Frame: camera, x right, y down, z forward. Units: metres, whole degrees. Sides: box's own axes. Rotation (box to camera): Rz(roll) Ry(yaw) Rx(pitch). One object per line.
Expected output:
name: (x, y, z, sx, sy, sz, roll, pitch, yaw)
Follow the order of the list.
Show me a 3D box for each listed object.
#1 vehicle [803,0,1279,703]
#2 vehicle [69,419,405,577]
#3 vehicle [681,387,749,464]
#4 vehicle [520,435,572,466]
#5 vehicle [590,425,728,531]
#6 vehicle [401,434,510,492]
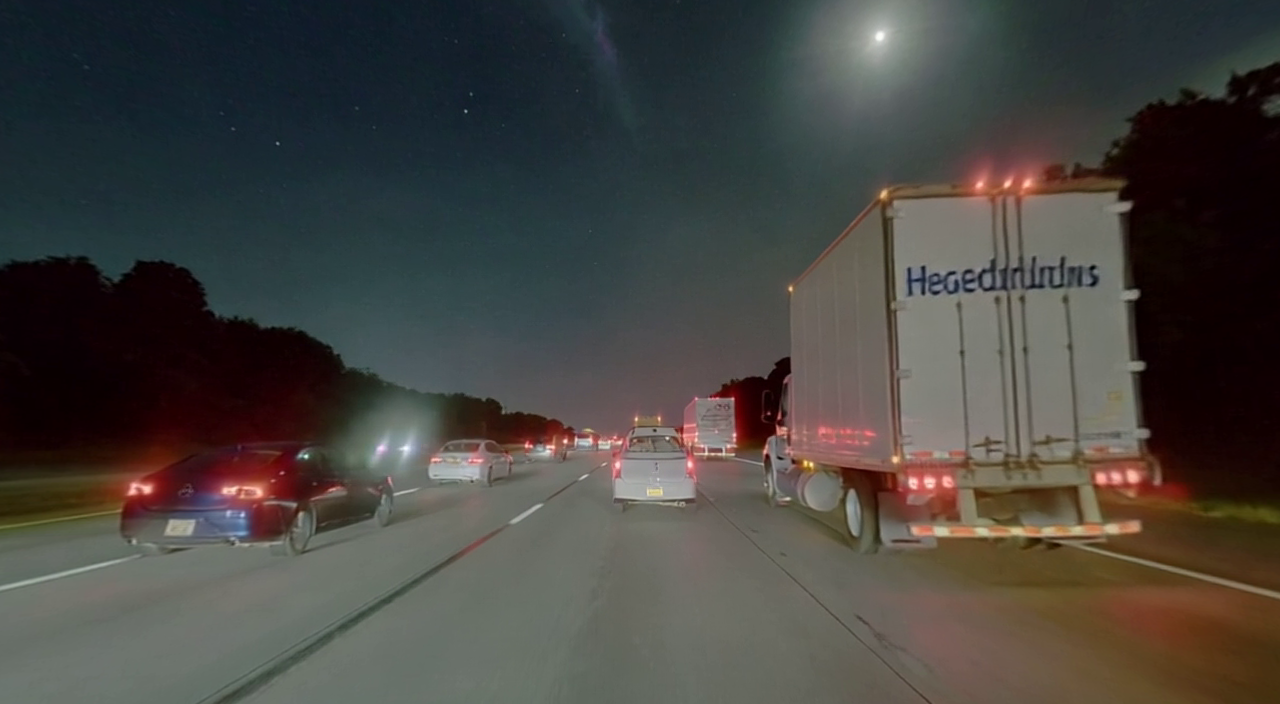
vehicle: (4.008, -0.309, 2.302, 2.817, 3.989, 14.321, 0, -8, -1)
vehicle: (-4.591, 1.661, 7.988, 1.821, 1.514, 3.677, 0, -8, 0)
vehicle: (4.448, 4.871, 40.894, 2.892, 4.101, 14.252, 0, -8, 1)
vehicle: (-4.695, 4.988, 32.227, 1.887, 1.493, 4.411, 0, -8, 1)
vehicle: (0.260, 2.051, 10.860, 1.973, 1.505, 3.568, 0, -8, 0)
vehicle: (-5.088, 3.090, 17.991, 1.880, 1.458, 3.978, 0, -8, 0)
